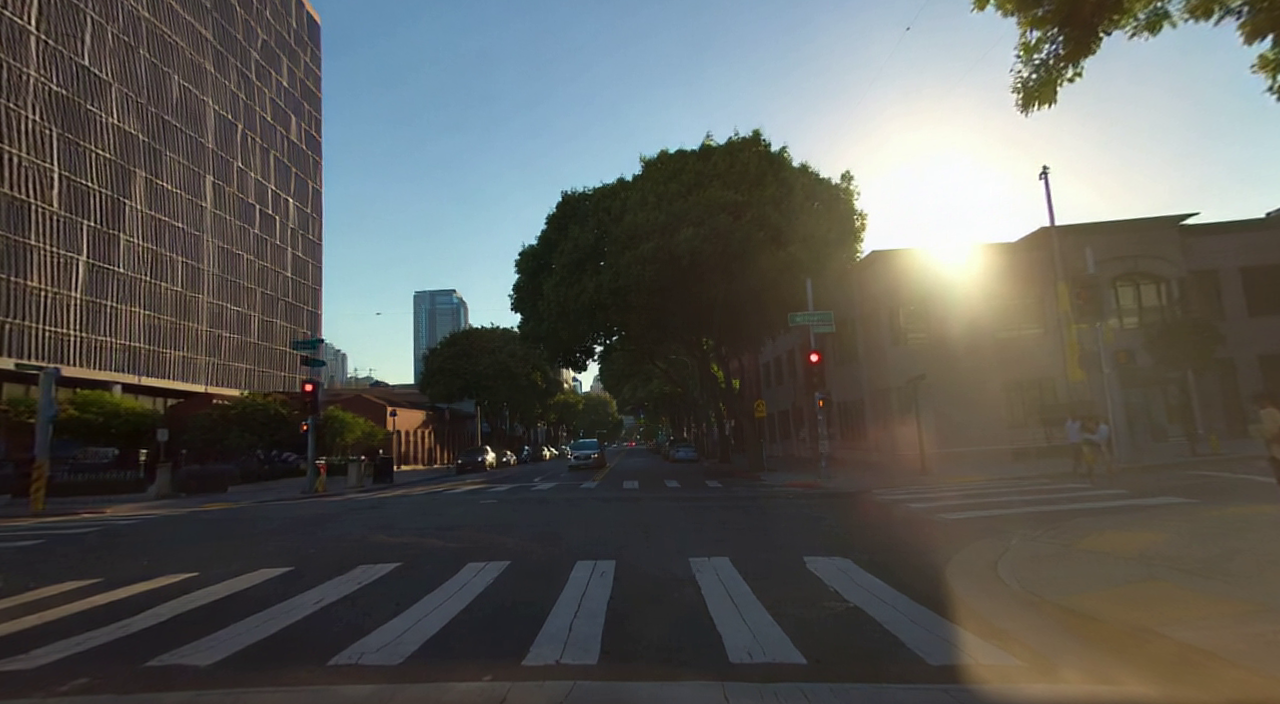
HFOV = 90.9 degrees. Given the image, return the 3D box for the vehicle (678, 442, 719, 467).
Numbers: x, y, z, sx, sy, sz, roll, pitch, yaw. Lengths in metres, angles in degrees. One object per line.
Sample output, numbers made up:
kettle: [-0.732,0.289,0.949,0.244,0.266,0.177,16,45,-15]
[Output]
vehicle: [3.547,6.280,38.860,1.853,1.426,4.160,1,-8,-3]

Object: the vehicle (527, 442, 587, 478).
vehicle: [-3.665,4.844,28.643,1.989,1.481,4.500,0,-8,1]

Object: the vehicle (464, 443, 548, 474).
vehicle: [-8.022,6.356,38.012,4.526,1.726,1.963,8,-12,-44]
